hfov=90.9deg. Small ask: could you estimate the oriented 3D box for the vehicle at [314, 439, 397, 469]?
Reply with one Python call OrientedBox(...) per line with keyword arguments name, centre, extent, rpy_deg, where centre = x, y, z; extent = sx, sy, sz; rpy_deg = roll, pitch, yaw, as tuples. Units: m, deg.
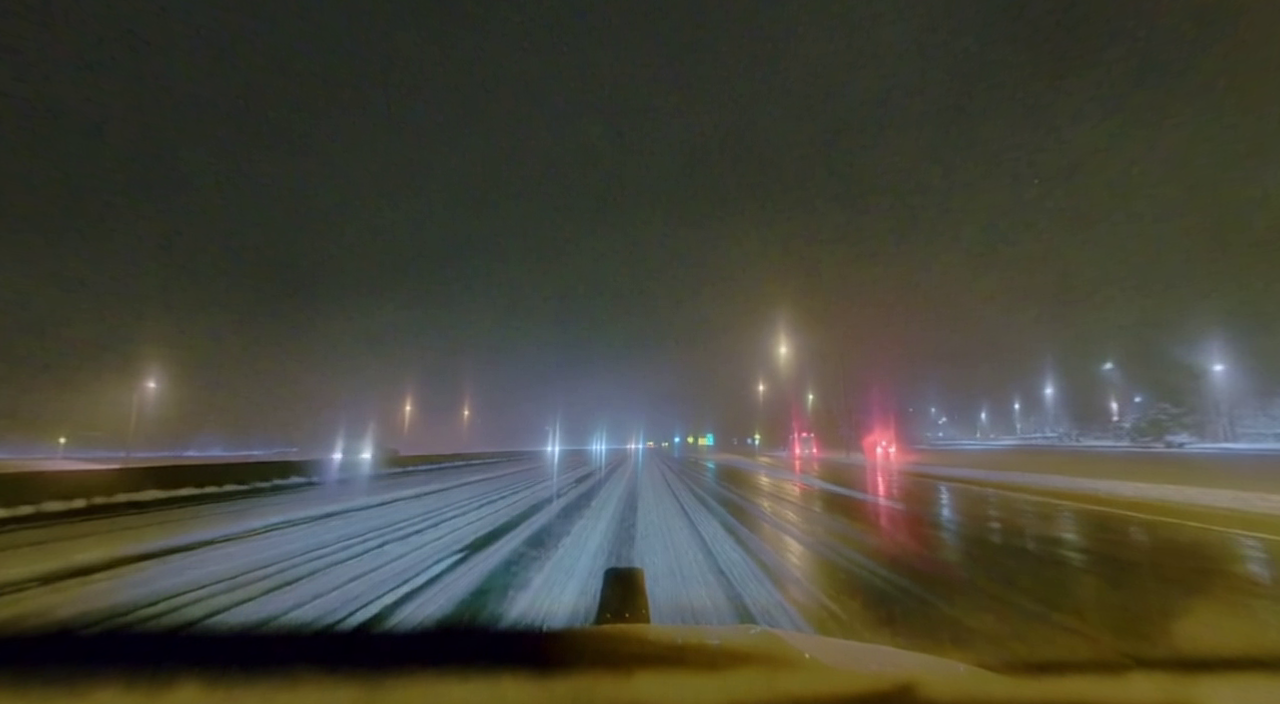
OrientedBox(name="vehicle", centre=(-17.000, 6.138, 38.084), extent=(2.251, 1.664, 5.666), rpy_deg=(0, -9, 1))
